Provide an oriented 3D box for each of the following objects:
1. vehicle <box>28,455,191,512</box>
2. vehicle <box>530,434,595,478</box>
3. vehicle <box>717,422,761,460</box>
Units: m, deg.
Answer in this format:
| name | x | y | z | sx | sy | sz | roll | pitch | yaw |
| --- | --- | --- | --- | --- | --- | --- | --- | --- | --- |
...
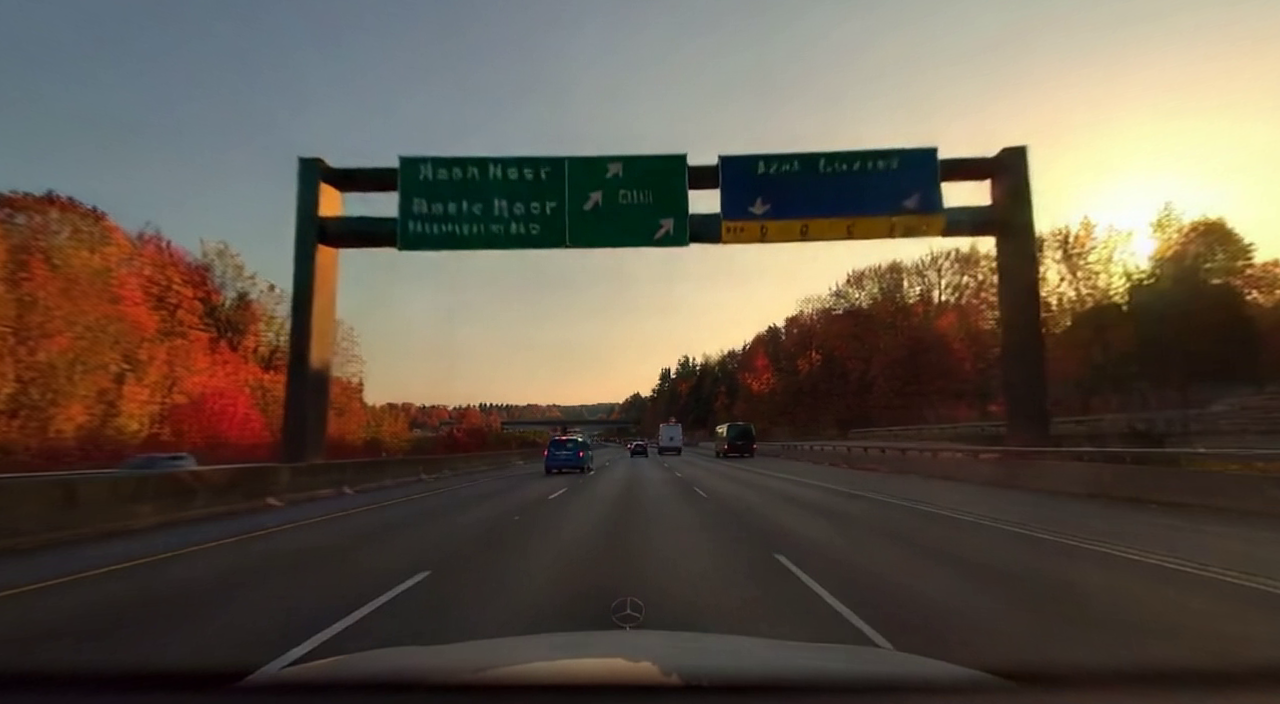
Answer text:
| name | x | y | z | sx | sy | sz | roll | pitch | yaw |
| --- | --- | --- | --- | --- | --- | --- | --- | --- | --- |
| vehicle | -16.117 | 3.962 | 19.387 | 1.743 | 1.469 | 3.718 | 0 | -8 | 0 |
| vehicle | -3.193 | 4.402 | 26.944 | 2.177 | 1.707 | 4.432 | 0 | -8 | 0 |
| vehicle | 7.583 | 6.955 | 48.992 | 2.435 | 2.754 | 6.284 | 0 | -8 | 0 |
